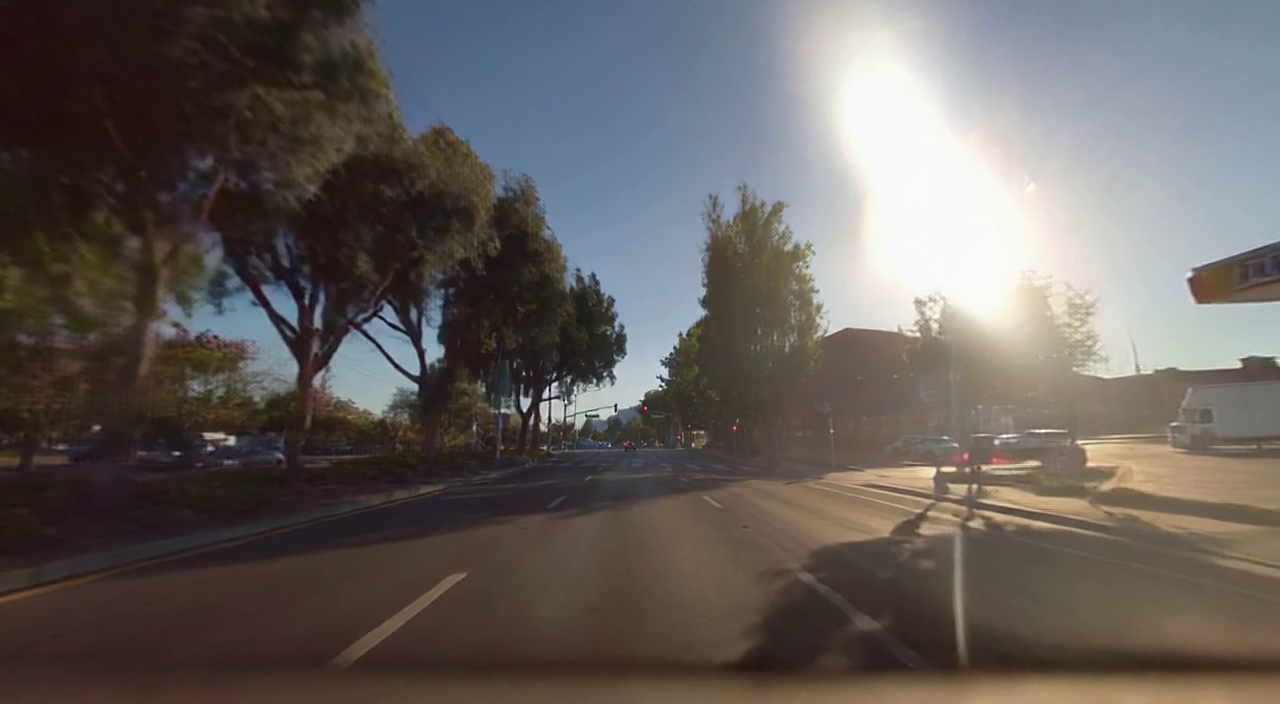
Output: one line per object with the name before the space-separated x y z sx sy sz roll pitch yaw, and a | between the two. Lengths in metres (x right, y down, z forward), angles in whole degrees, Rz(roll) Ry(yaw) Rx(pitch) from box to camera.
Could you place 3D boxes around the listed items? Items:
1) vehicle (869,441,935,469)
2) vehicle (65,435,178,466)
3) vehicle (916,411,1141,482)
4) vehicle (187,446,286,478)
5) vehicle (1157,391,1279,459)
vehicle | 14.837 5.840 36.042 1.920 1.471 4.516 0 -8 1
vehicle | -35.884 6.815 44.042 2.667 1.929 6.076 -1 -8 0
vehicle | 13.312 3.286 22.058 6.063 2.313 2.534 0 -8 1
vehicle | -20.122 5.461 31.753 1.846 1.461 4.674 0 -8 1
vehicle | 38.035 4.427 37.753 11.260 3.858 3.063 0 -9 0
